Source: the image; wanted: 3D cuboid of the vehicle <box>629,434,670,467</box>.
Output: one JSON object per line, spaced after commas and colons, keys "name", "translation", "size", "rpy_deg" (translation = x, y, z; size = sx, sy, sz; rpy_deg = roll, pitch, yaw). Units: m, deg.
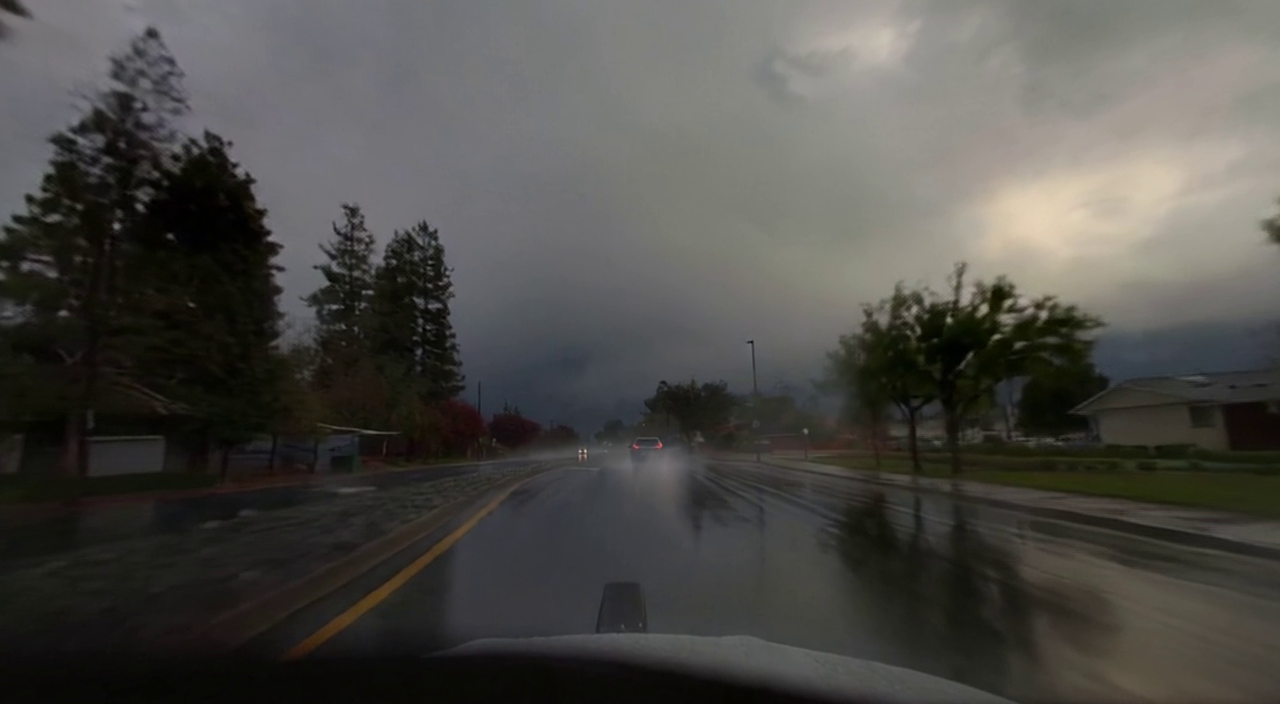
{"name": "vehicle", "translation": [0.494, 5.741, 36.762], "size": [2.165, 1.783, 4.391], "rpy_deg": [0, -8, -2]}
